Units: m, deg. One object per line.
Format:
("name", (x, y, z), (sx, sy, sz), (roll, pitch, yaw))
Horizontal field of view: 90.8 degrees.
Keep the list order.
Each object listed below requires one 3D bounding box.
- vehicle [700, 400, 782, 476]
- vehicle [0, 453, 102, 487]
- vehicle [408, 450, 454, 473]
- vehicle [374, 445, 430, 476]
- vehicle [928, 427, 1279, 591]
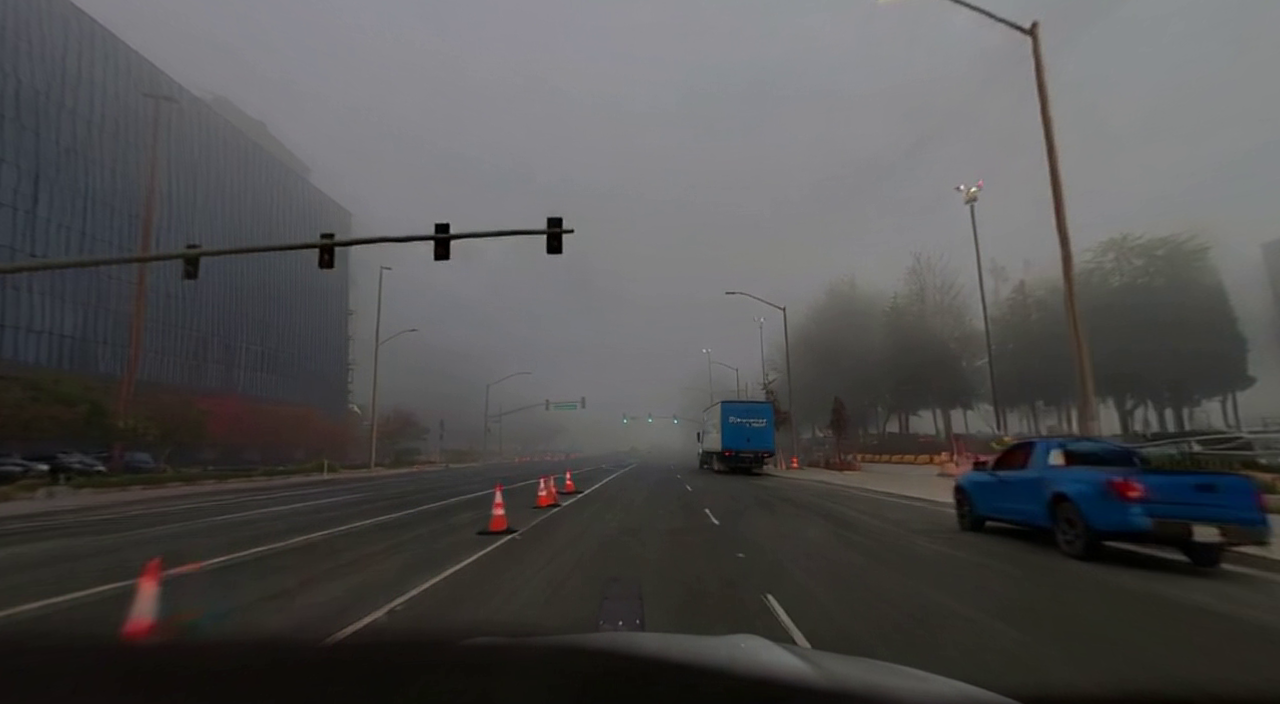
("vehicle", (5.757, 5.226, 37.955), (3.176, 3.913, 9.805), (0, -9, -1))
("vehicle", (-25.368, 4.933, 26.486), (3.905, 1.345, 1.737), (0, -9, -2))
("vehicle", (-16.421, 8.590, 49.845), (1.925, 1.665, 4.893), (0, -9, 0))
("vehicle", (-16.487, 7.515, 43.988), (1.937, 1.984, 4.928), (0, -9, 0))
("vehicle", (6.094, 1.906, 8.610), (2.098, 1.619, 4.433), (0, -9, -2))
